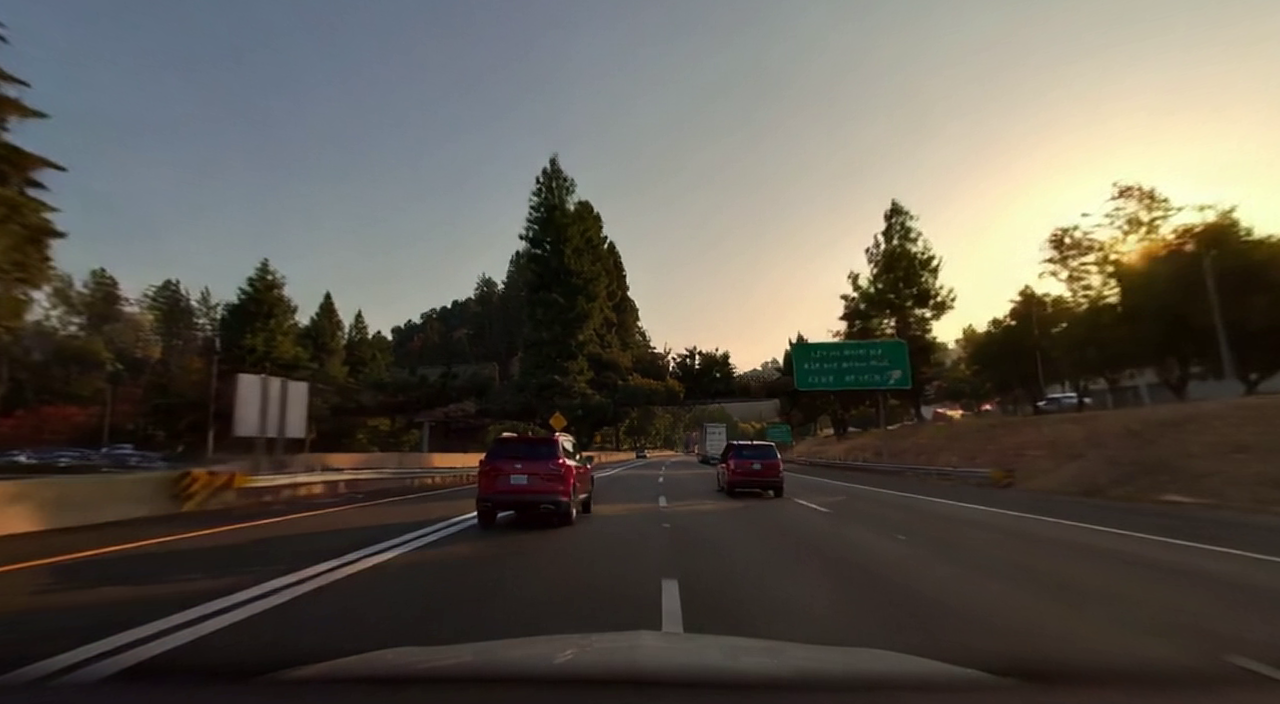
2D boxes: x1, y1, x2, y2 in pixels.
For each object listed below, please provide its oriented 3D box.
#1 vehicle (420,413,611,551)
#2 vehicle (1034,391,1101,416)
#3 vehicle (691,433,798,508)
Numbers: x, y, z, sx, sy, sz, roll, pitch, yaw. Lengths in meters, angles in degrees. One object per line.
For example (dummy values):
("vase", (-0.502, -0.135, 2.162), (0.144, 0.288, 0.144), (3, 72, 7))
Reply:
("vehicle", (-1.768, 2.093, 10.750), (2.139, 1.804, 4.611), (-1, -9, 2))
("vehicle", (33.202, 4.053, 49.095), (2.025, 1.658, 4.676), (-3, -7, 3))
("vehicle", (2.567, 3.050, 16.660), (2.087, 1.682, 4.388), (0, -9, 1))
